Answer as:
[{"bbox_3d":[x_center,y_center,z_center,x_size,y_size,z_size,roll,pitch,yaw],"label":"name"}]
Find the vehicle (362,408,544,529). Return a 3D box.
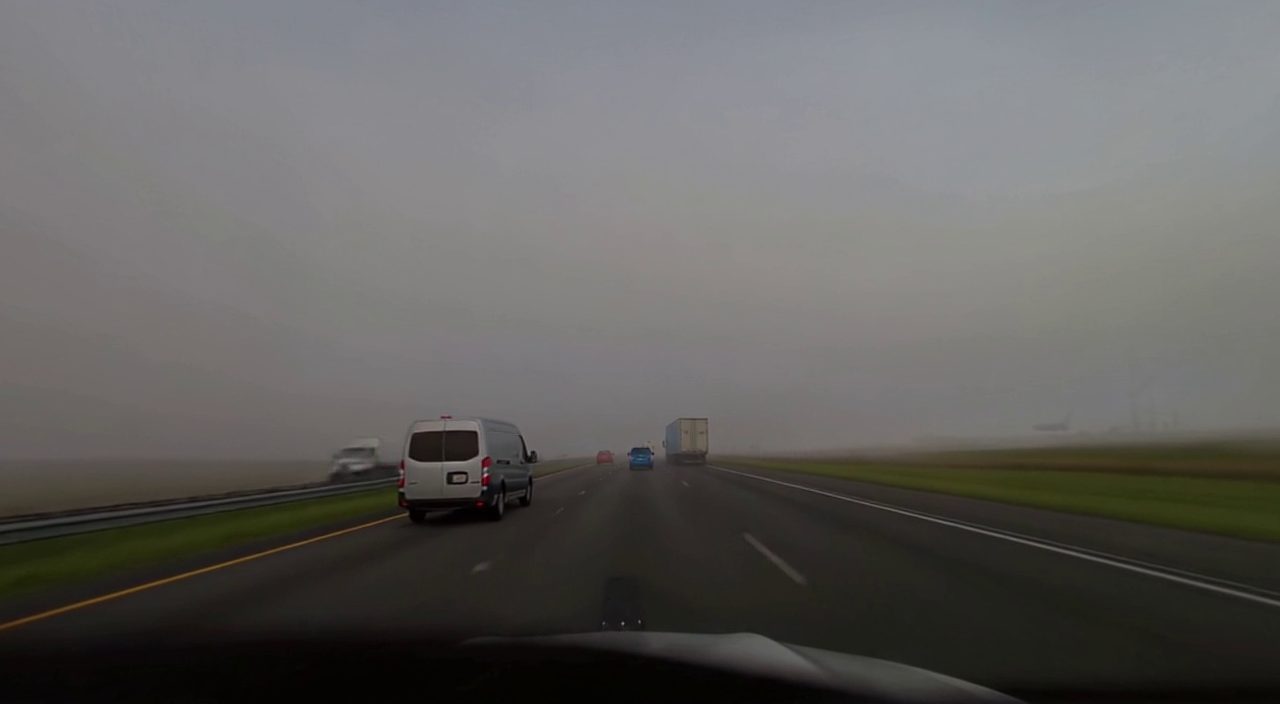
[{"bbox_3d":[-3.452,2.285,12.822,2.238,1.984,4.650,0,-9,0],"label":"vehicle"}]

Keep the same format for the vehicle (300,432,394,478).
[{"bbox_3d":[-19.019,6.739,41.432,2.615,2.762,7.117,0,-9,1],"label":"vehicle"}]

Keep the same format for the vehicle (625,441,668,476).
[{"bbox_3d":[0.325,5.495,32.631,2.083,1.689,4.083,0,-9,0],"label":"vehicle"}]
